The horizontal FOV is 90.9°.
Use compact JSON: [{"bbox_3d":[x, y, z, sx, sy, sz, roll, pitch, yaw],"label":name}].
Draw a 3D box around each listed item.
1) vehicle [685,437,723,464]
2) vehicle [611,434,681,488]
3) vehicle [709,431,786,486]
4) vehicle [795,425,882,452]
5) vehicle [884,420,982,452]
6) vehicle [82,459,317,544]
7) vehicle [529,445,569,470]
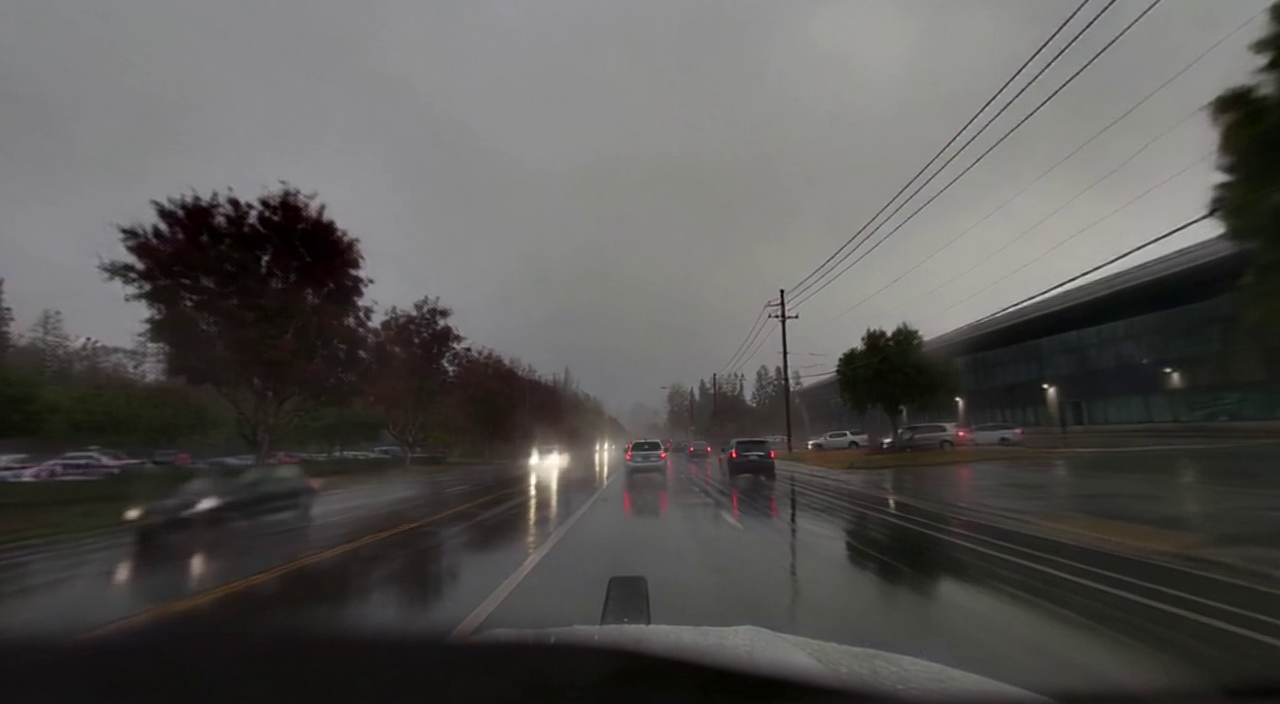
[{"bbox_3d":[4.192,6.533,41.955,2.024,1.711,4.512,0,-8,0],"label":"vehicle"},{"bbox_3d":[0.220,3.754,22.019,2.200,1.653,4.127,0,-8,1],"label":"vehicle"},{"bbox_3d":[3.583,3.637,21.726,1.914,1.698,4.049,0,-9,0],"label":"vehicle"},{"bbox_3d":[15.333,6.695,48.812,5.731,1.720,2.822,-8,-10,31],"label":"vehicle"},{"bbox_3d":[16.180,4.696,35.010,4.392,1.709,2.002,0,-9,-1],"label":"vehicle"},{"bbox_3d":[-9.680,3.266,14.476,2.040,1.507,4.598,-1,-8,1],"label":"vehicle"},{"bbox_3d":[-6.018,7.055,42.231,1.947,1.541,4.280,-1,-9,1],"label":"vehicle"}]
